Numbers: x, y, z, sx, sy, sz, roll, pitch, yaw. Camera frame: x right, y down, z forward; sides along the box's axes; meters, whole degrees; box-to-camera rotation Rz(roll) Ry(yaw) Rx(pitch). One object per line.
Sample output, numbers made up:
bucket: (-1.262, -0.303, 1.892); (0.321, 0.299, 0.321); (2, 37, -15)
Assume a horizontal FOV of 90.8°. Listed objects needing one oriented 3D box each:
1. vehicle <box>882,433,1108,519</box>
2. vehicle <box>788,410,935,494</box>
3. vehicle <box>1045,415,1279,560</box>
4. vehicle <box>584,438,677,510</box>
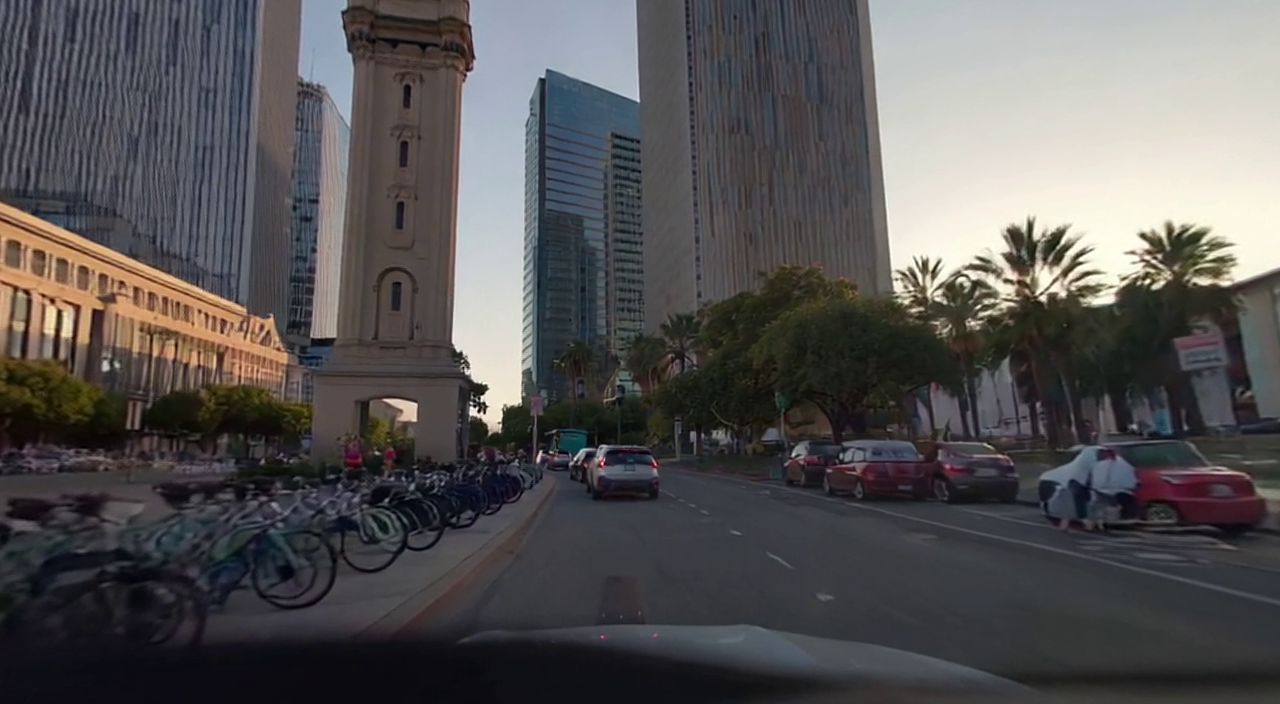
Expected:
vehicle: (7.877, 2.782, 14.786); (1.945, 1.623, 5.013); (1, -9, -6)
vehicle: (7.185, 3.368, 21.418); (2.377, 2.429, 5.532); (1, -9, -7)
vehicle: (8.345, 1.864, 9.190); (1.860, 1.684, 4.211); (0, -9, -4)
vehicle: (-0.383, 3.057, 16.302); (2.111, 1.605, 3.832); (1, -9, -5)
